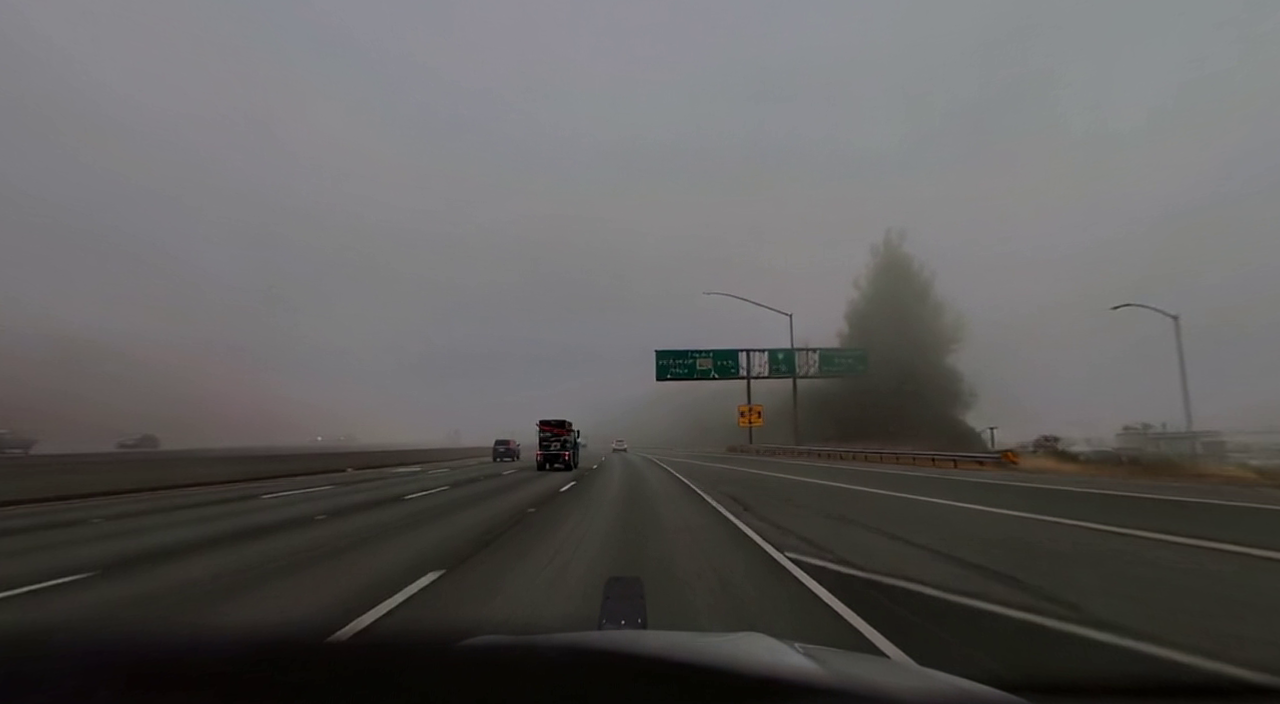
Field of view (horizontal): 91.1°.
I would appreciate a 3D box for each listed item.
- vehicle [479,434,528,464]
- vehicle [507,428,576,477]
[{"bbox_3d":[-8.423,6.072,39.232,2.078,1.729,4.722,0,-8,-1],"label":"vehicle"},{"bbox_3d":[-3.739,3.902,24.517,2.194,1.766,3.720,0,-8,-2],"label":"vehicle"}]
